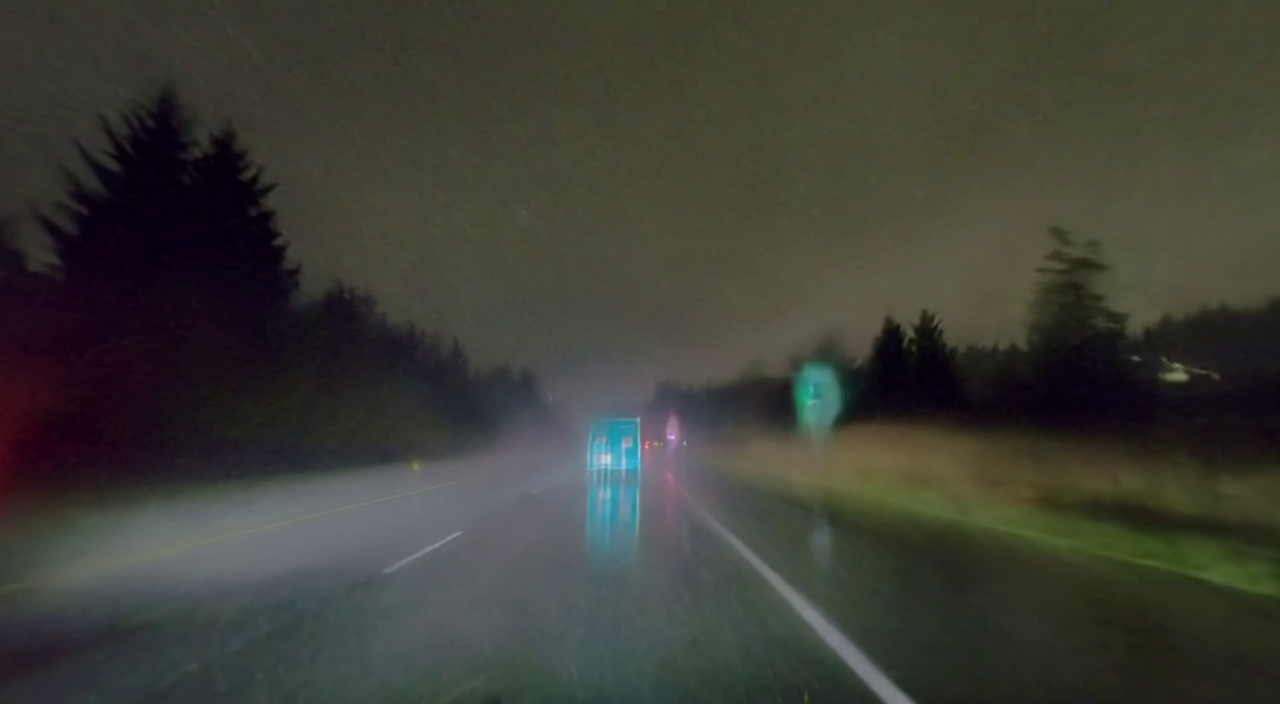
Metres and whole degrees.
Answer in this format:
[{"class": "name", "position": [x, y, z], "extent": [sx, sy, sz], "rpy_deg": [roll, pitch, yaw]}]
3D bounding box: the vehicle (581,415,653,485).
[{"class": "vehicle", "position": [-0.743, 3.422, 22.229], "extent": [2.248, 2.154, 4.892], "rpy_deg": [0, -8, -1]}]
